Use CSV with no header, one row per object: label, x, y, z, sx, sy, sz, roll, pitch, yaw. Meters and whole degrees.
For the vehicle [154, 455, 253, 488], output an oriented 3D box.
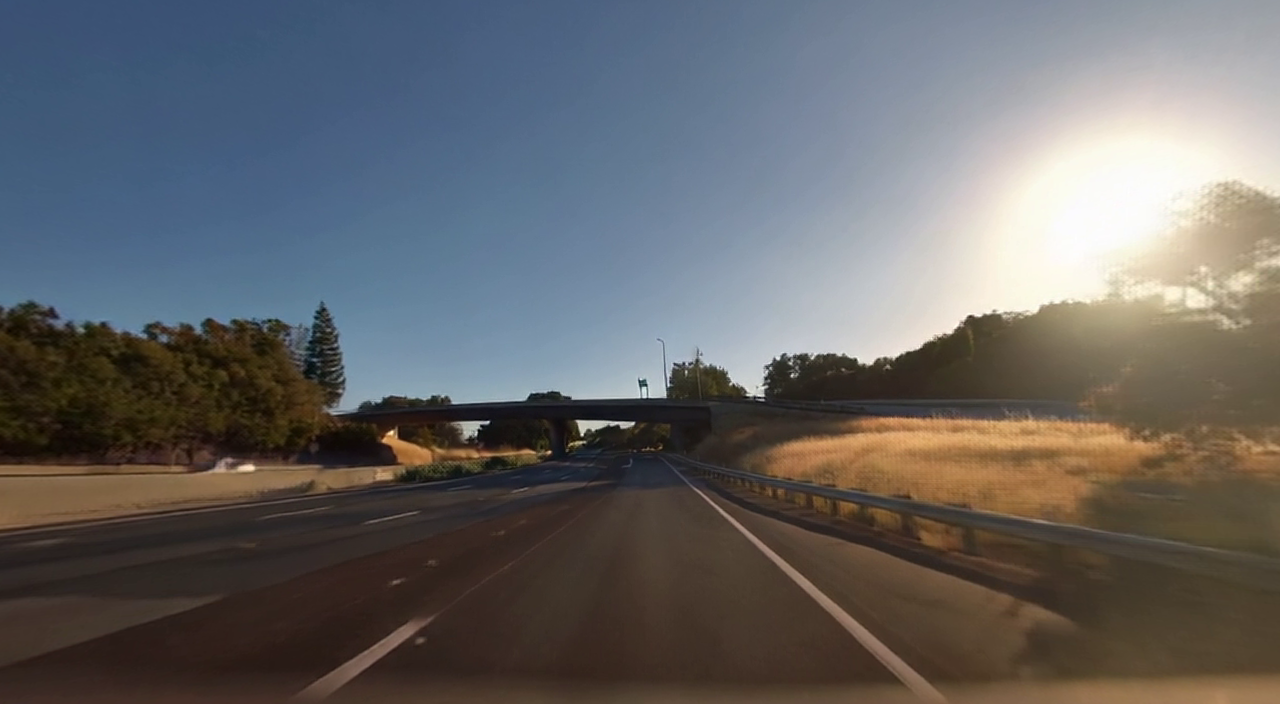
vehicle,-20.823,5.693,30.295,1.937,1.405,3.675,-1,-9,4
